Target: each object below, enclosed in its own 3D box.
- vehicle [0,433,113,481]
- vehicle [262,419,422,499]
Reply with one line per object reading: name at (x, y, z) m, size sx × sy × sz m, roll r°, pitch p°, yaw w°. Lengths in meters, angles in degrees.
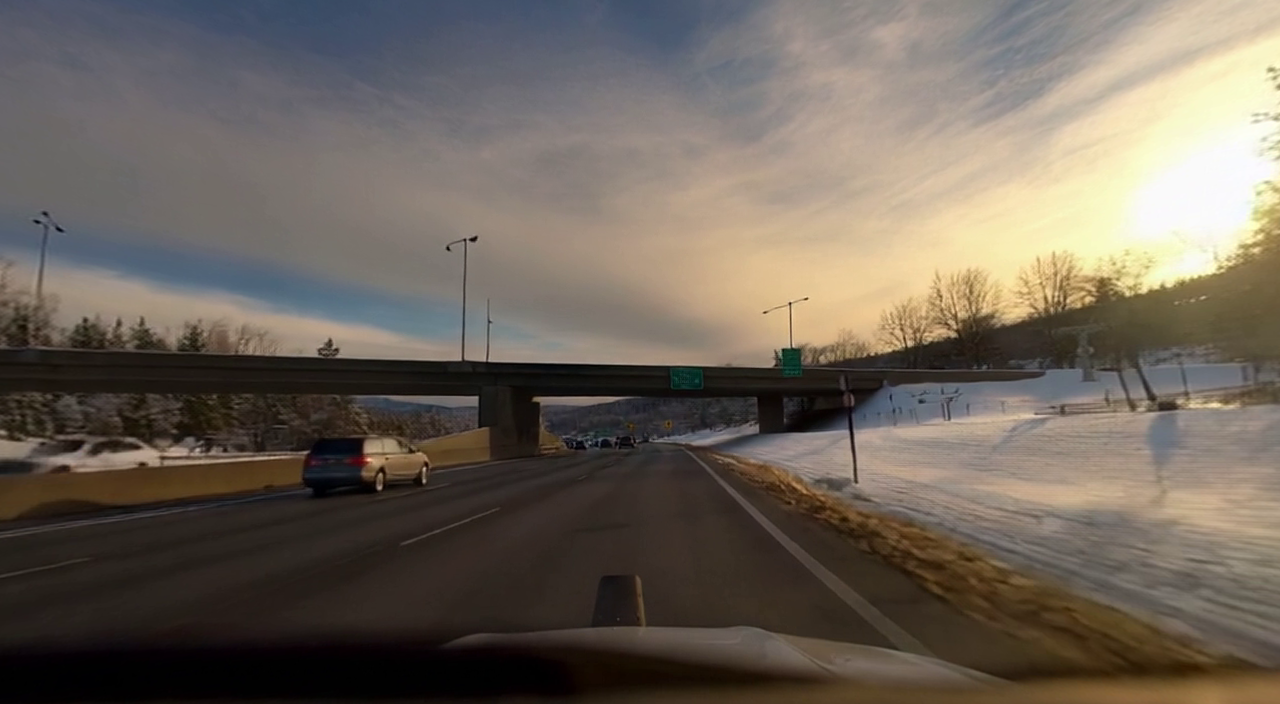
vehicle at (-22.578, 3.838, 23.348) m, size 1.889 × 1.602 × 4.509 m, roll -1°, pitch -8°, yaw 3°
vehicle at (-7.884, 2.848, 17.235) m, size 1.956 × 1.888 × 4.512 m, roll -1°, pitch -8°, yaw 3°
